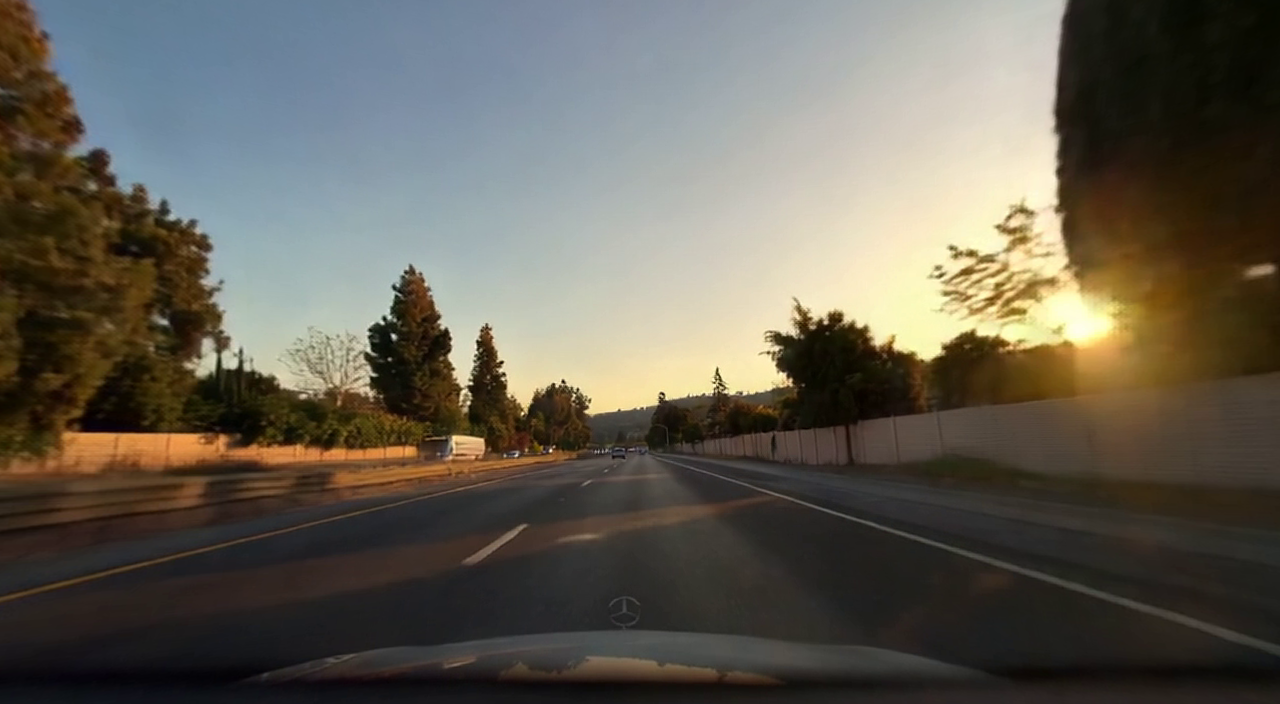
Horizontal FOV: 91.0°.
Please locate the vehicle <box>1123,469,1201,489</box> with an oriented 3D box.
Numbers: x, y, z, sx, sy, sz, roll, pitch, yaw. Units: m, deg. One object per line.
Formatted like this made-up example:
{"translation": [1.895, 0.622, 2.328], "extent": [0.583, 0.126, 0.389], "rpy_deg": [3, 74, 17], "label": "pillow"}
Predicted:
{"translation": [39.994, 9.718, 48.296], "extent": [4.374, 1.432, 1.901], "rpy_deg": [1, -9, -4], "label": "vehicle"}
